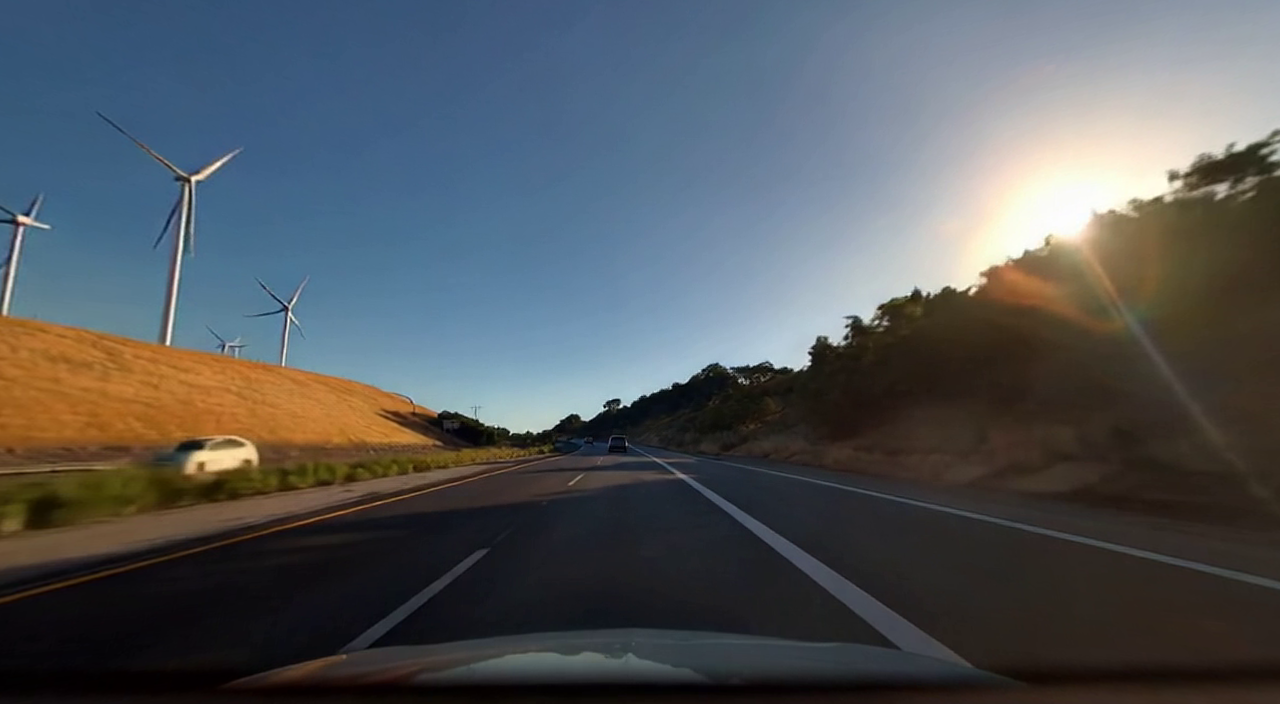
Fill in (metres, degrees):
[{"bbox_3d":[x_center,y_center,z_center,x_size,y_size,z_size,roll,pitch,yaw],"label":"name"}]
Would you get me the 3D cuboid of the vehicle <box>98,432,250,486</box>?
[{"bbox_3d":[-14.742,3.382,20.236,1.802,1.527,4.067,0,-8,-1],"label":"vehicle"}]
